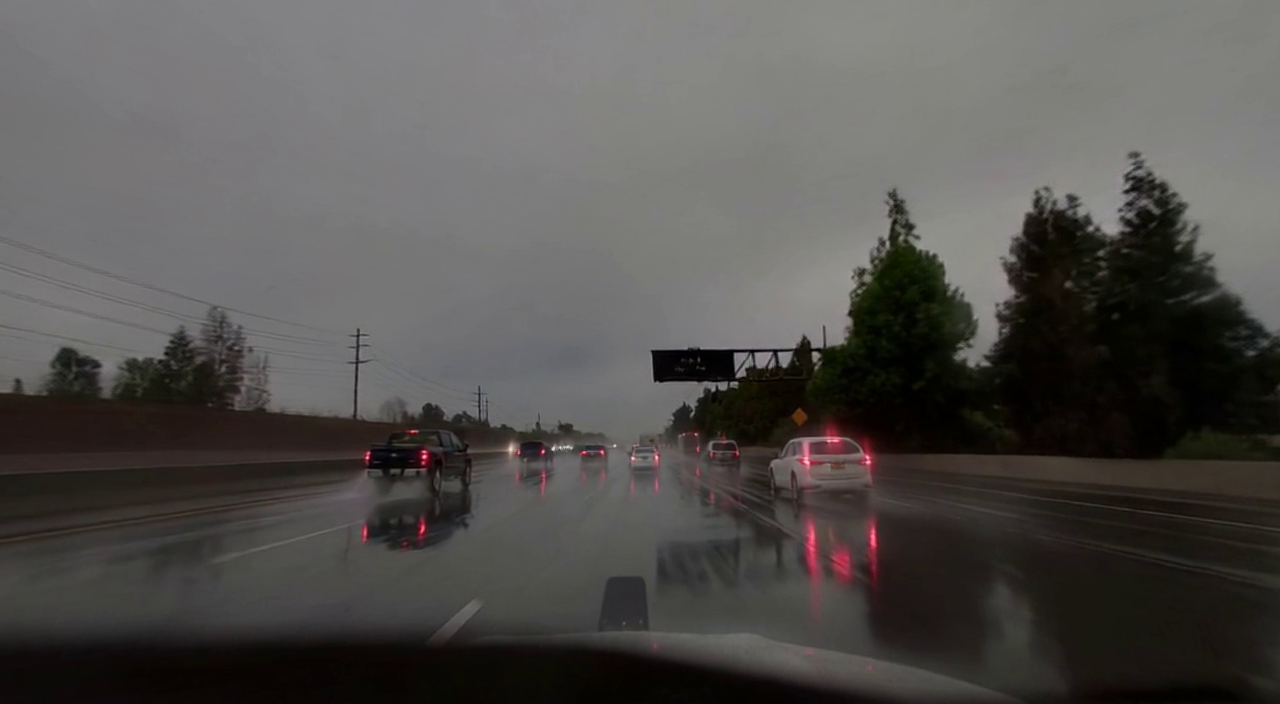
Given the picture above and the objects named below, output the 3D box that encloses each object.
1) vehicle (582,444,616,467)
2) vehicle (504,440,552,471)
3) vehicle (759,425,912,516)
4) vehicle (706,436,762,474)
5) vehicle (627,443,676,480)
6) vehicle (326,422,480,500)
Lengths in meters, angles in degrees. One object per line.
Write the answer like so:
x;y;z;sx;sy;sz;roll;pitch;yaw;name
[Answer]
-2.712;6.991;42.683;1.904;1.479;4.274;0;-9;1;vehicle
-6.528;6.081;37.262;1.978;1.680;4.263;0;-9;1;vehicle
4.105;2.563;14.119;2.002;1.691;4.290;0;-9;0;vehicle
4.678;5.212;32.033;2.195;1.778;4.455;0;-9;0;vehicle
0.469;4.703;27.288;1.966;1.444;3.986;0;-9;1;vehicle
-6.696;3.163;18.787;2.269;1.936;5.777;0;-9;1;vehicle
